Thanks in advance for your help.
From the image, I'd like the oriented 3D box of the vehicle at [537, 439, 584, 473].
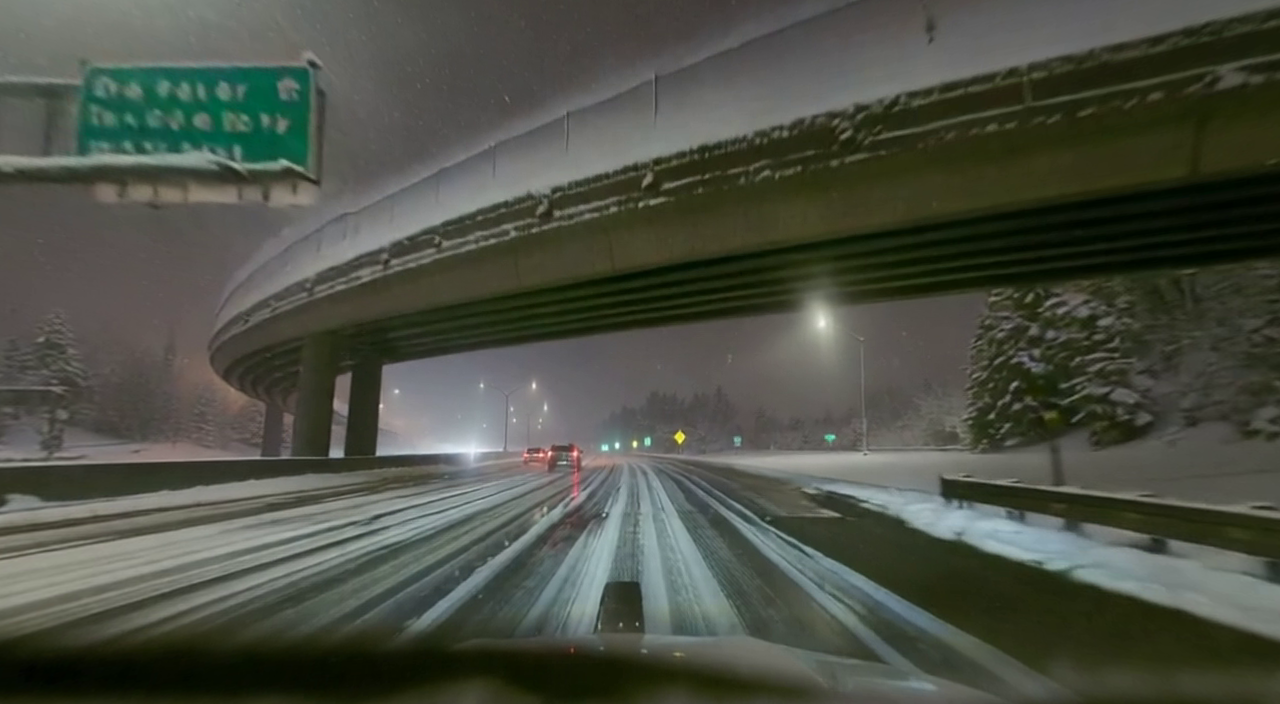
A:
[{"bbox_3d":[-4.111,5.440,33.281,1.971,1.643,4.009,0,-8,-1],"label":"vehicle"}]
